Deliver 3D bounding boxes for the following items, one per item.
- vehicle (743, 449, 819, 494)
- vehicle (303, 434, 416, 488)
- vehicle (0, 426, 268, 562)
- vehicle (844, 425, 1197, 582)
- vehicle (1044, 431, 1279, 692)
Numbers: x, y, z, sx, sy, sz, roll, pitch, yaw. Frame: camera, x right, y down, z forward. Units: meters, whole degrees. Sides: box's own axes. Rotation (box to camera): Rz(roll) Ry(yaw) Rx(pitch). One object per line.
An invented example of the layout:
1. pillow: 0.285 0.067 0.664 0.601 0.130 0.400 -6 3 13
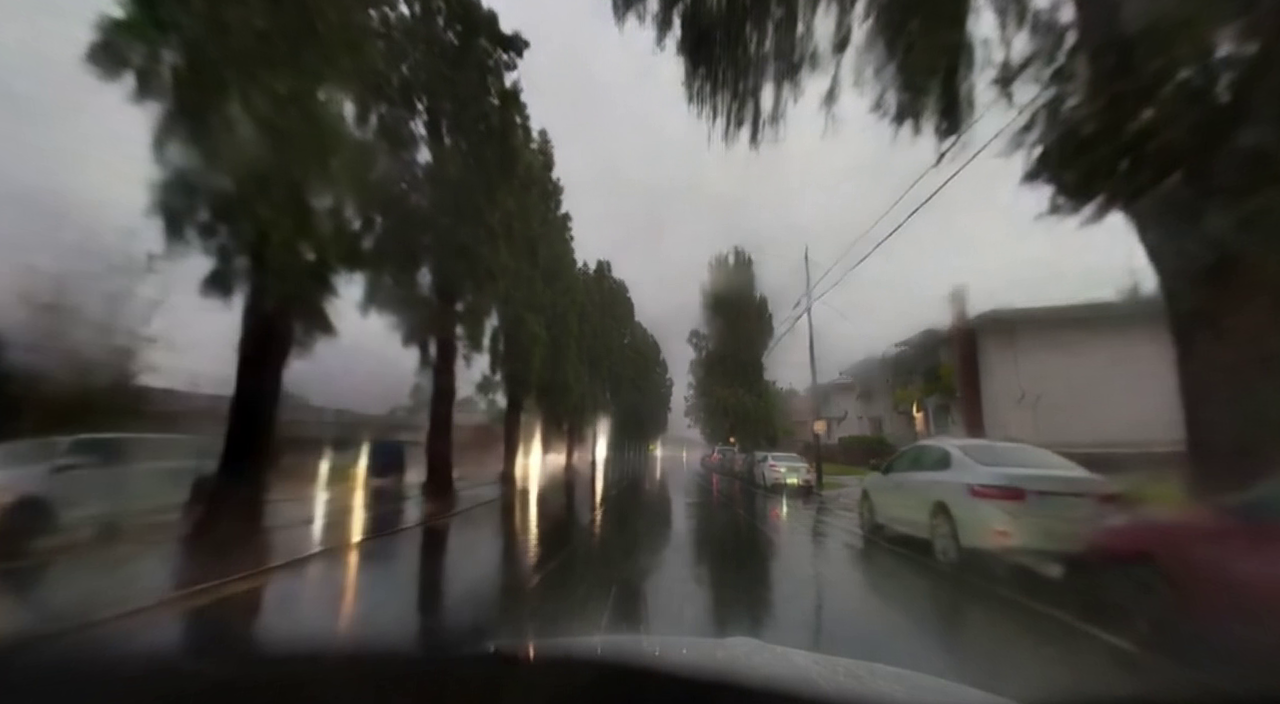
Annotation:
1. vehicle: 4.960 4.247 22.857 1.833 1.399 4.727 -1 -8 2
2. vehicle: -12.495 4.882 28.635 2.469 2.157 5.373 -1 -8 3
3. vehicle: -8.646 2.154 10.435 2.331 1.696 4.861 0 -8 -5
4. vehicle: 4.792 1.947 9.049 2.128 1.635 4.602 0 -8 -1
5. vehicle: 4.524 1.119 3.152 1.853 1.457 4.967 -1 -8 2
